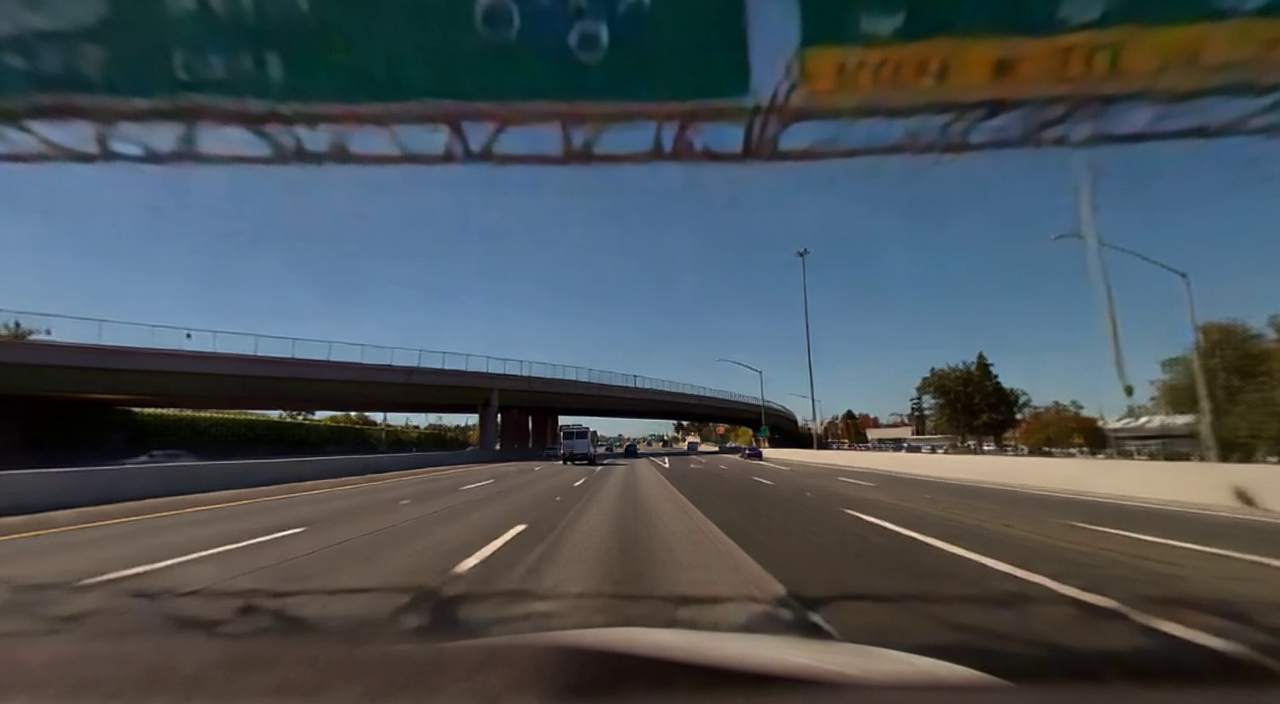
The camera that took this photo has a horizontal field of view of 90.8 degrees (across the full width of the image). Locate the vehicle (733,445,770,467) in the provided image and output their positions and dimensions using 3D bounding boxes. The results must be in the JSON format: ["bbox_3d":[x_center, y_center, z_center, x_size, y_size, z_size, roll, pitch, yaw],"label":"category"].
[{"bbox_3d":[8.257,7.704,47.006,2.035,1.491,4.246,0,-9,1],"label":"vehicle"}]

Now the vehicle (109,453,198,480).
[{"bbox_3d":[-30.032,7.048,39.215,1.937,1.487,4.552,0,-9,-1],"label":"vehicle"}]

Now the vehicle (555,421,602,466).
[{"bbox_3d":[-4.312,6.634,45.607,2.881,2.937,7.045,0,-9,-2],"label":"vehicle"}]
